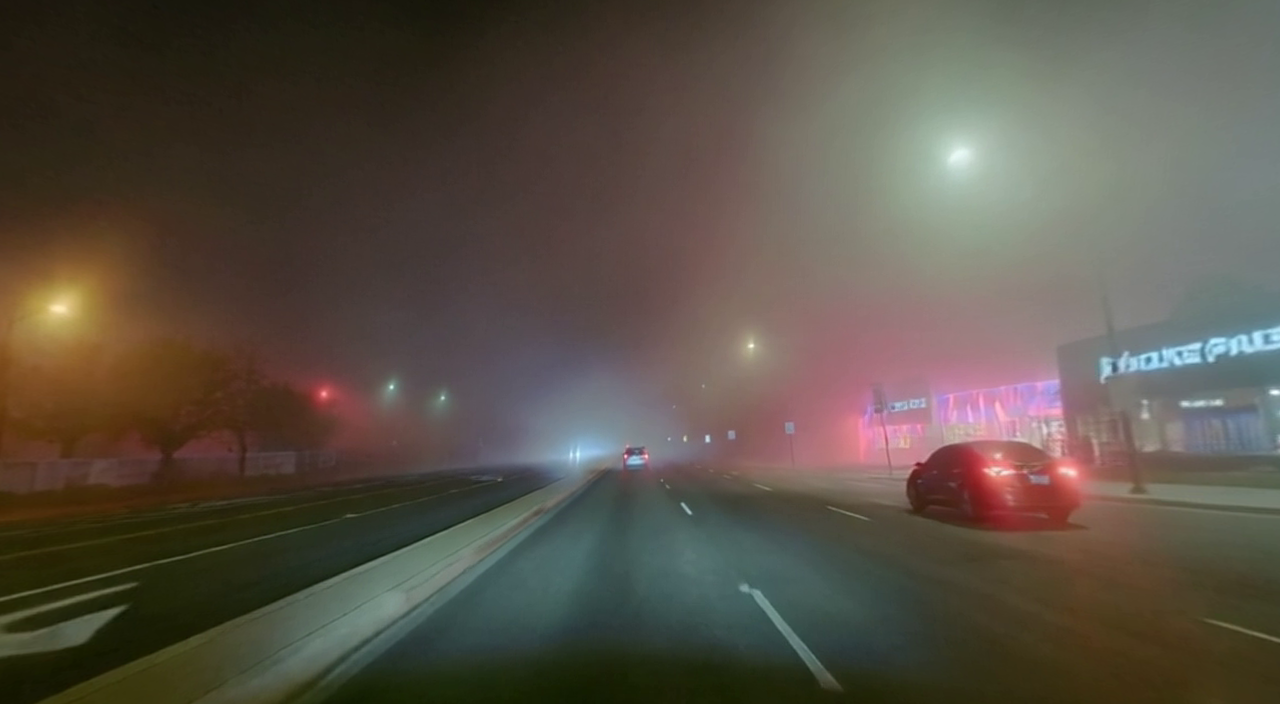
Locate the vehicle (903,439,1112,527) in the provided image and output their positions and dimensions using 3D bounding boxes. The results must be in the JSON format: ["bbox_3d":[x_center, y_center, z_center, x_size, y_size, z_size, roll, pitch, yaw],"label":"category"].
[{"bbox_3d":[7.125,2.538,12.863,1.849,1.464,4.119,0,-8,1],"label":"vehicle"}]

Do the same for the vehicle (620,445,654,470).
[{"bbox_3d":[-0.224,6.653,39.935,2.027,1.494,3.942,0,-8,-1],"label":"vehicle"}]
